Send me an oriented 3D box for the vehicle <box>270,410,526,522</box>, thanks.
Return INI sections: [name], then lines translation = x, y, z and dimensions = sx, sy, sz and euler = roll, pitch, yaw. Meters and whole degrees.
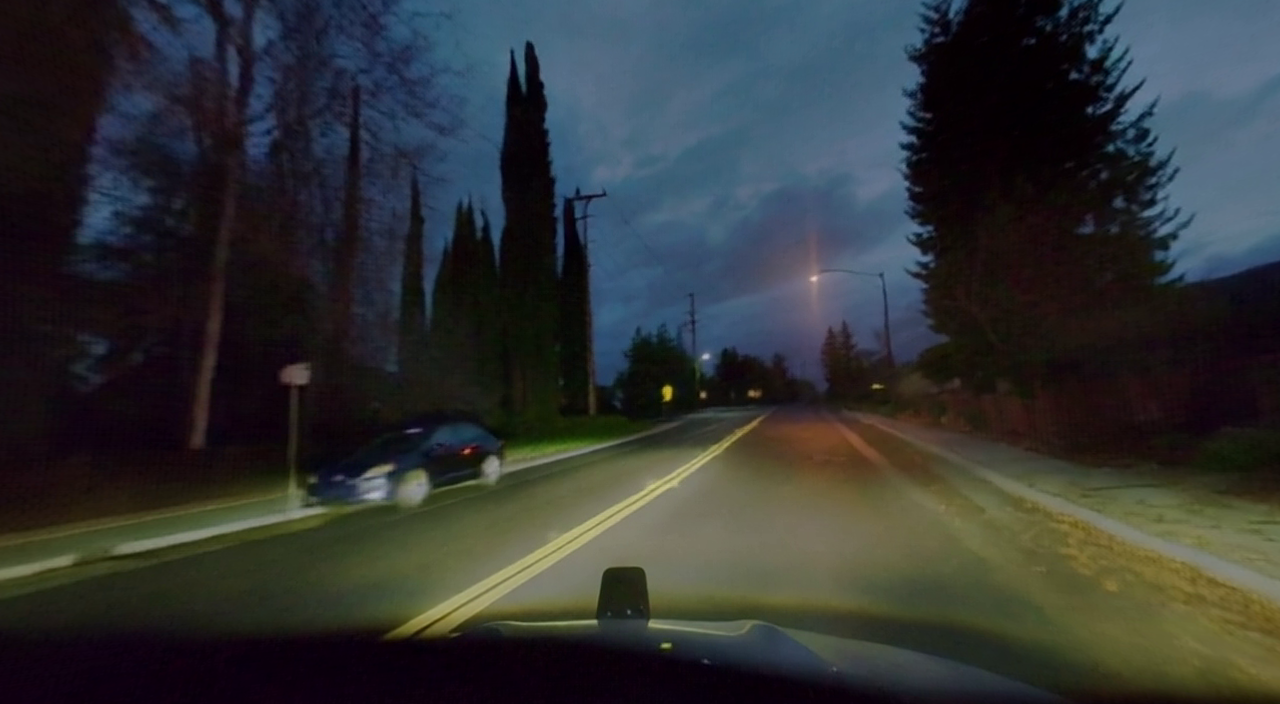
[vehicle]
translation = -4.325, 2.032, 12.469
dimensions = 2.032, 1.595, 5.289
euler = -3, -5, 14
